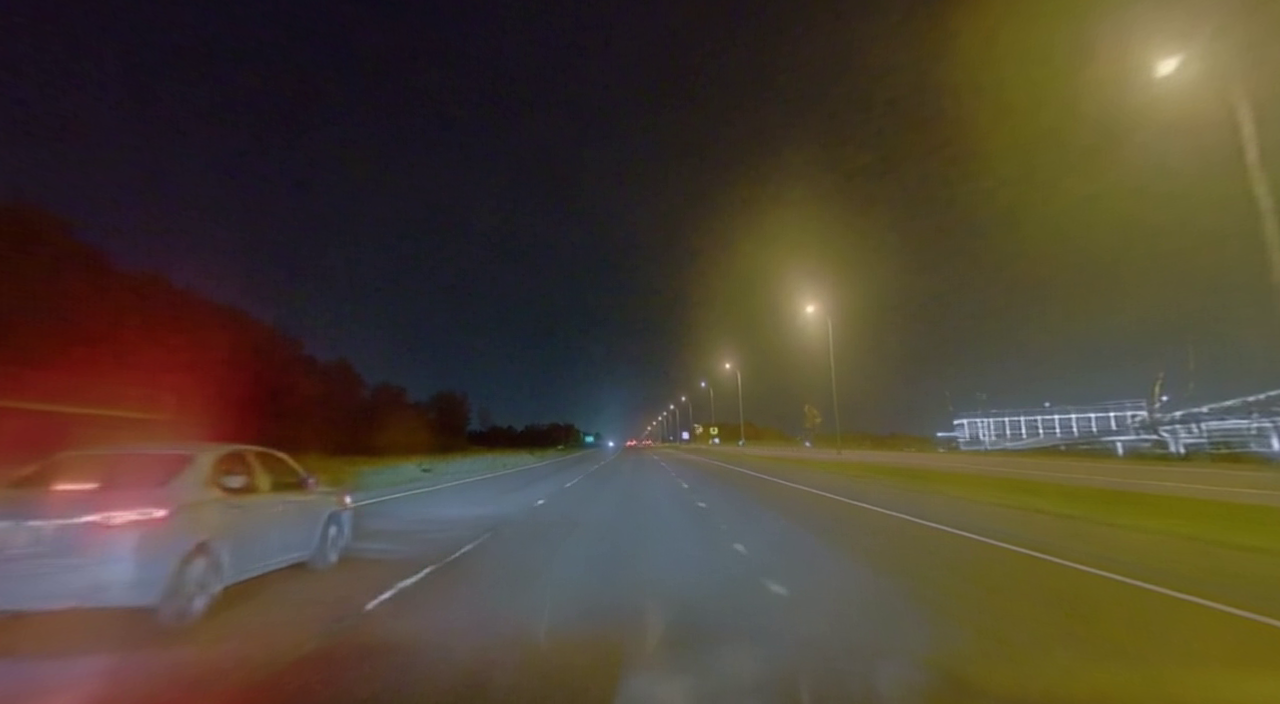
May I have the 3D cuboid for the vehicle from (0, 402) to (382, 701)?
[{"bbox_3d":[-4.089,1.290,5.225,1.934,1.451,4.544,0,-8,1],"label":"vehicle"}]
